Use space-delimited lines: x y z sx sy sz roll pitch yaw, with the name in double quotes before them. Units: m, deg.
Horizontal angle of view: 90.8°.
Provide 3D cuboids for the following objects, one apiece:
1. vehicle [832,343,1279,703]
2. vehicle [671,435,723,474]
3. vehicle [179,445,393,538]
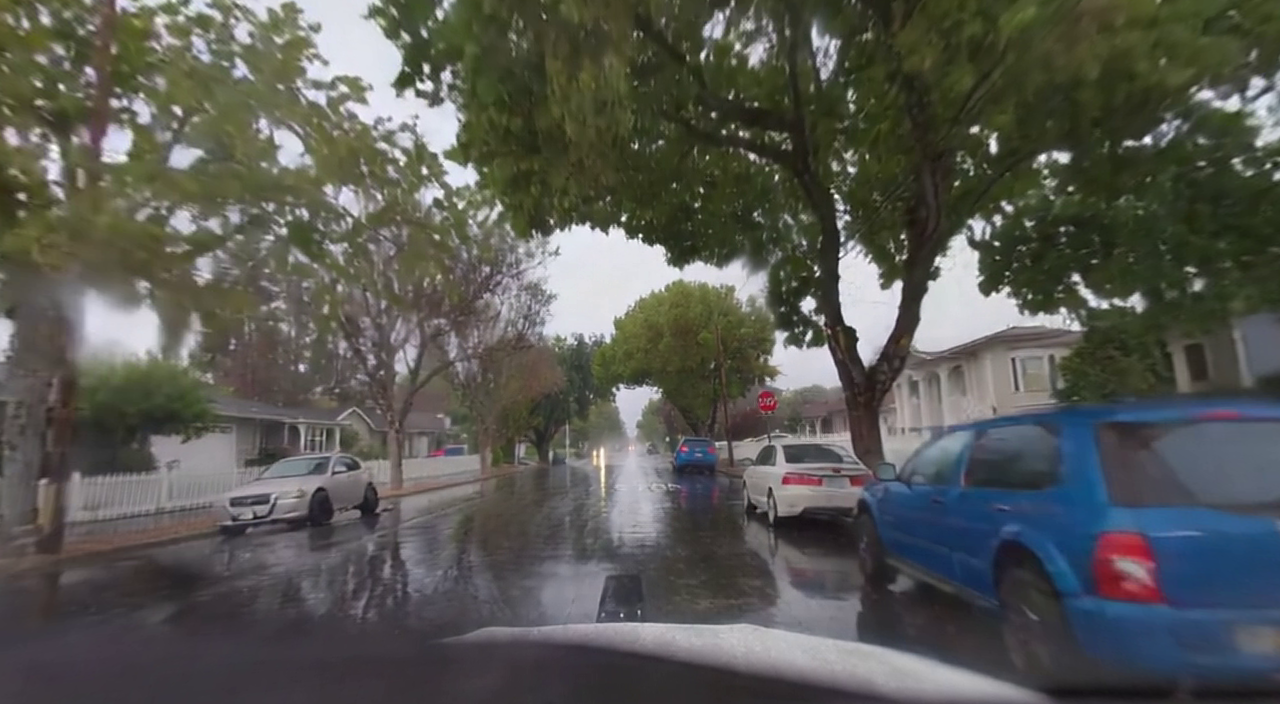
"vehicle" 3.262 1.145 4.715 2.080 1.706 4.449 0 -9 -3
"vehicle" 2.767 5.142 31.976 2.126 1.795 4.751 0 -9 -1
"vehicle" -7.159 2.812 13.427 2.125 1.623 4.207 0 -9 -1
